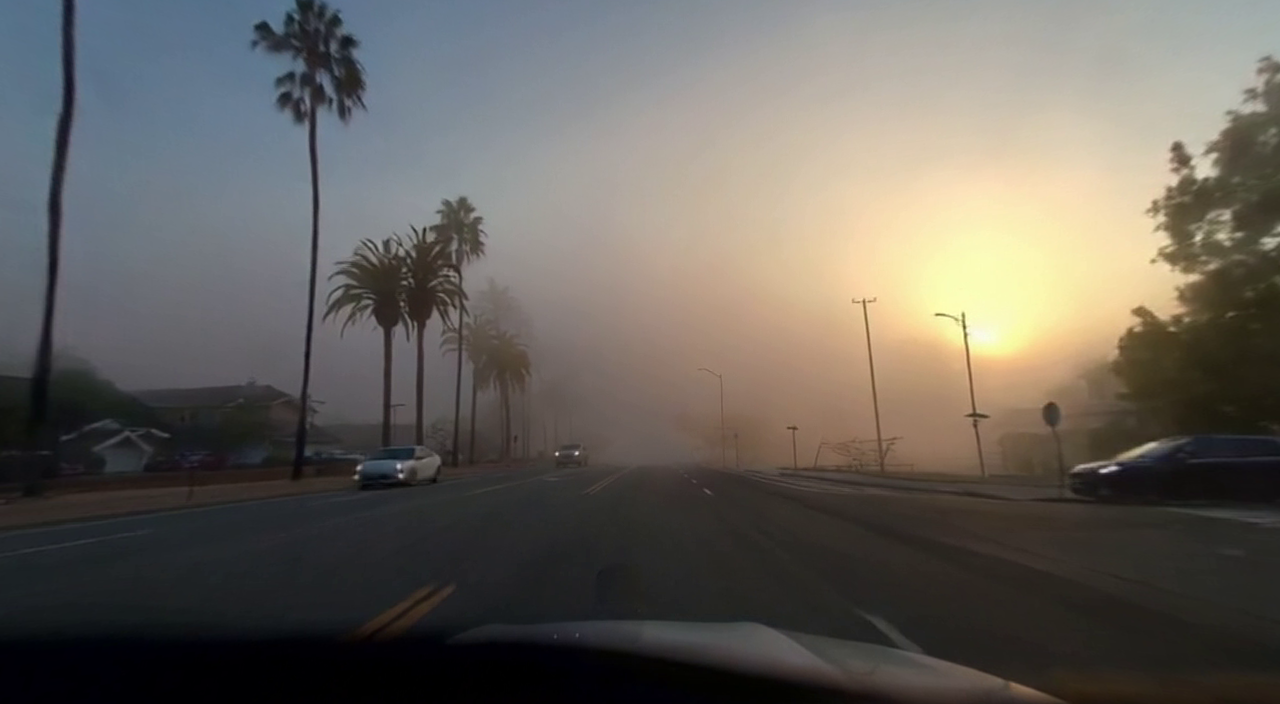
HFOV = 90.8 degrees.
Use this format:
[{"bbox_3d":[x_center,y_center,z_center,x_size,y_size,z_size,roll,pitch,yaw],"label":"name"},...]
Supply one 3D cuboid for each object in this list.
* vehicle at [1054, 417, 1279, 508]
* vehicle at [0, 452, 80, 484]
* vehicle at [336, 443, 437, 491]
[{"bbox_3d":[12.591,2.283,13.287,5.981,1.680,2.327,-2,-10,3],"label":"vehicle"},{"bbox_3d":[-38.599,7.263,39.639,4.646,1.880,1.886,3,-9,-23],"label":"vehicle"},{"bbox_3d":[-9.752,4.434,24.755,1.976,1.706,4.409,0,-9,2],"label":"vehicle"}]
